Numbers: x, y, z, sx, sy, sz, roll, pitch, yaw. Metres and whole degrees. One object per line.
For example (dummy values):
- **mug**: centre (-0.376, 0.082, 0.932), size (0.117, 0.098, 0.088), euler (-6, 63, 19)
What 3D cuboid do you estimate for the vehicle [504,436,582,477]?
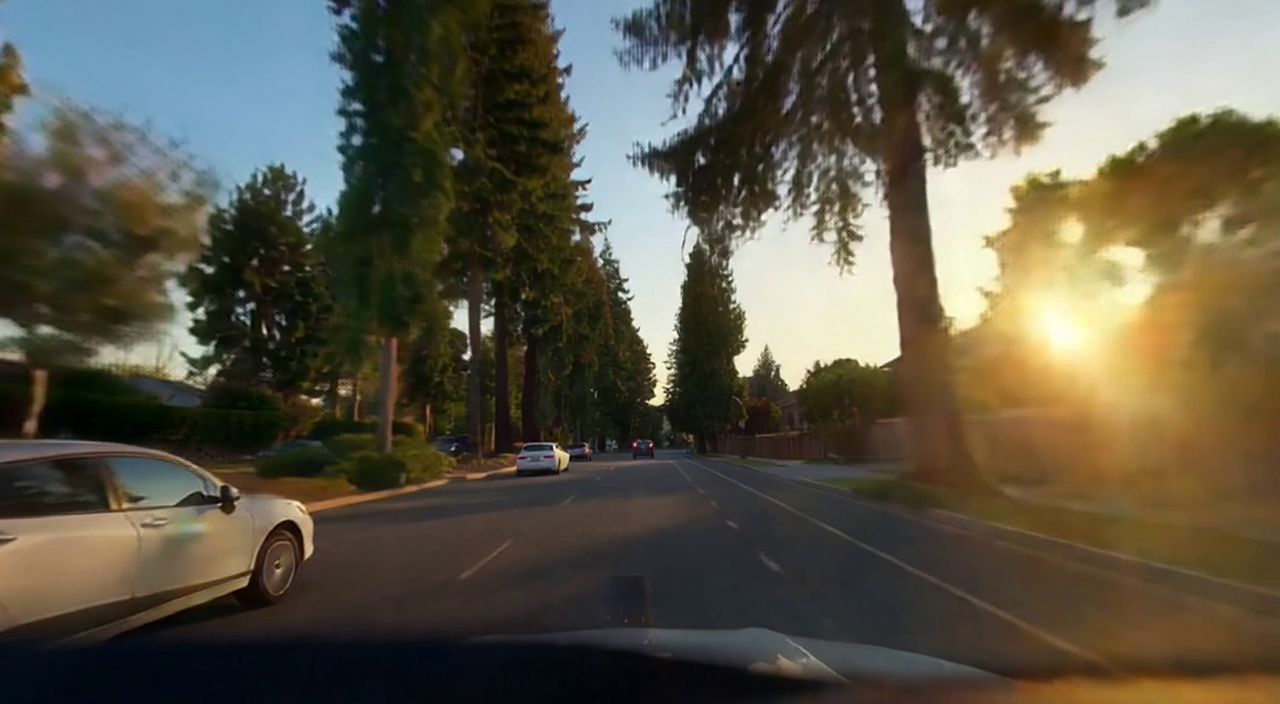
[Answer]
- **vehicle**: centre (-3.725, 4.140, 25.177), size (2.188, 1.473, 4.651), euler (0, -8, 3)

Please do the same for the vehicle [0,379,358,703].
- **vehicle**: centre (-4.139, 1.074, 4.137), size (2.190, 1.545, 4.943), euler (0, -8, 1)
